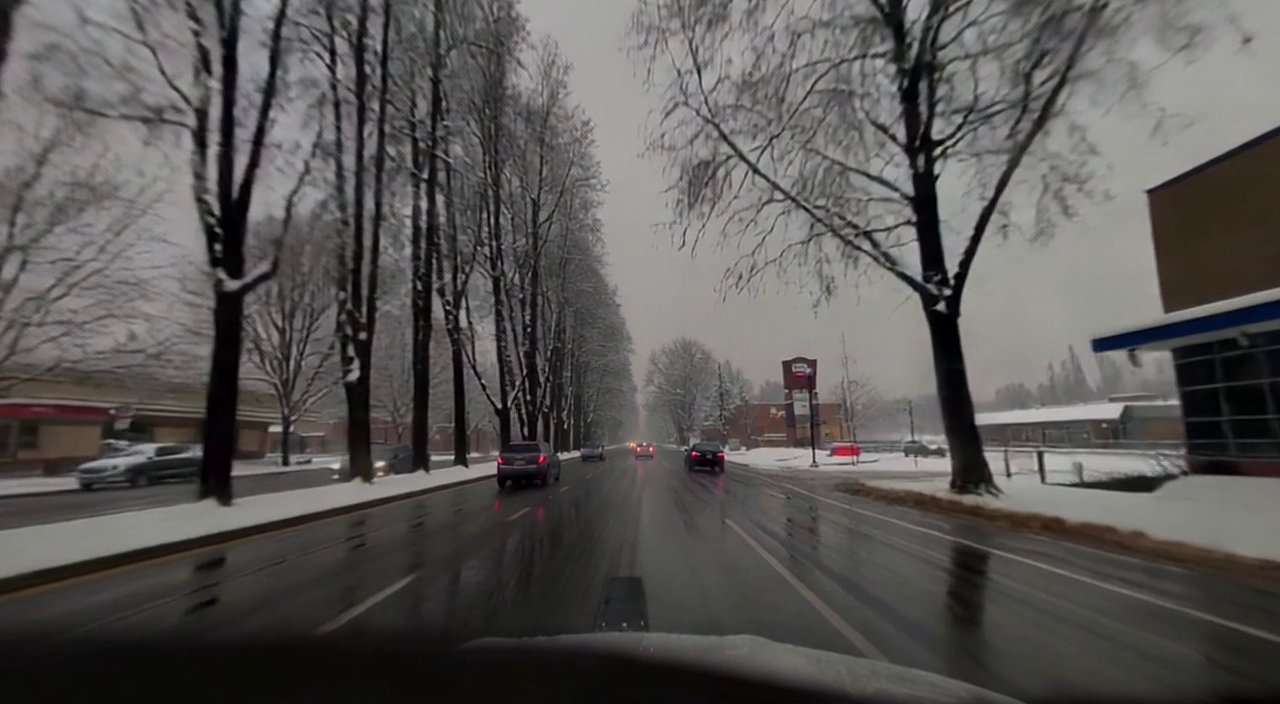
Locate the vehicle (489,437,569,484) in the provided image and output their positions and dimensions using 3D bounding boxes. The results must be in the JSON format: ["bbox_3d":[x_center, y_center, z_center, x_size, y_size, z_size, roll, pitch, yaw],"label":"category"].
[{"bbox_3d":[-3.774,3.765,22.233,1.908,1.481,4.536,0,-8,1],"label":"vehicle"}]

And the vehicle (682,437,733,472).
[{"bbox_3d":[3.158,4.869,30.139,1.922,1.579,3.642,0,-8,-2],"label":"vehicle"}]

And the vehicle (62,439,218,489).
[{"bbox_3d":[-22.897,5.098,29.311,2.235,2.061,5.936,0,-8,2],"label":"vehicle"}]
